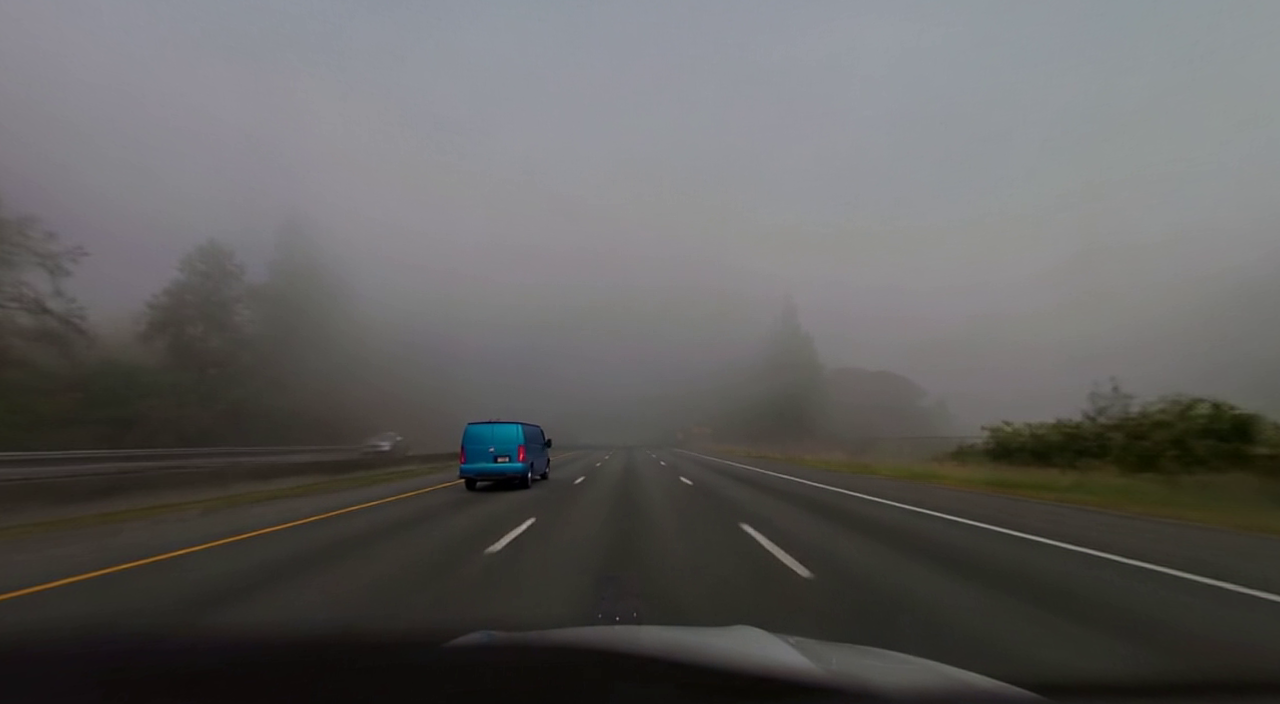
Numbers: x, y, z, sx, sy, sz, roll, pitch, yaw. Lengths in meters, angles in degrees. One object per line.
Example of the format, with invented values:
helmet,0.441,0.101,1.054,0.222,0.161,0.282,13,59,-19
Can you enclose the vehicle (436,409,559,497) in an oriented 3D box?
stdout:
vehicle,-3.615,2.668,17.053,2.297,2.011,4.736,0,-8,-1

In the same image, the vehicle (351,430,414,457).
vehicle,-16.300,5.826,40.183,2.196,1.632,4.565,0,-8,-1
